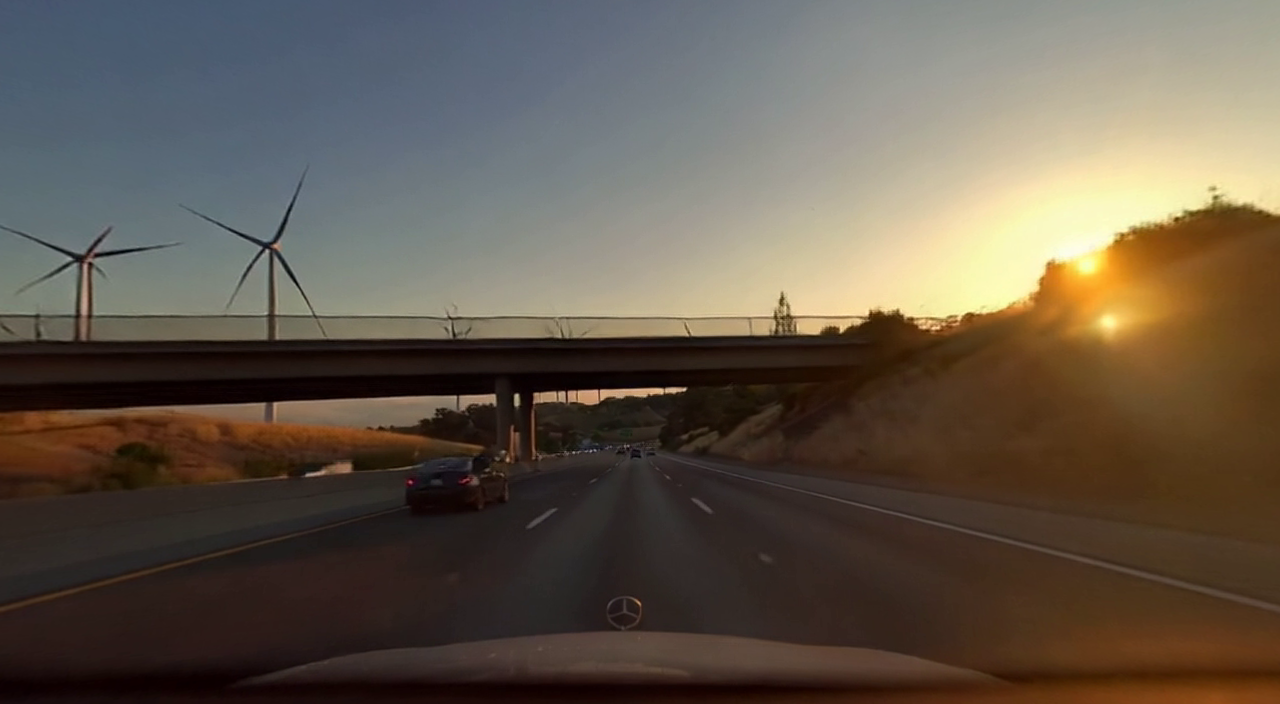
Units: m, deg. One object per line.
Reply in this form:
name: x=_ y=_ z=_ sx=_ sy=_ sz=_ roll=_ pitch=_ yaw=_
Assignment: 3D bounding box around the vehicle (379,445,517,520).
vehicle: x=-4.286 y=2.964 z=14.838 sx=1.921 sy=1.481 sz=4.120 roll=0 pitch=-9 yaw=0
